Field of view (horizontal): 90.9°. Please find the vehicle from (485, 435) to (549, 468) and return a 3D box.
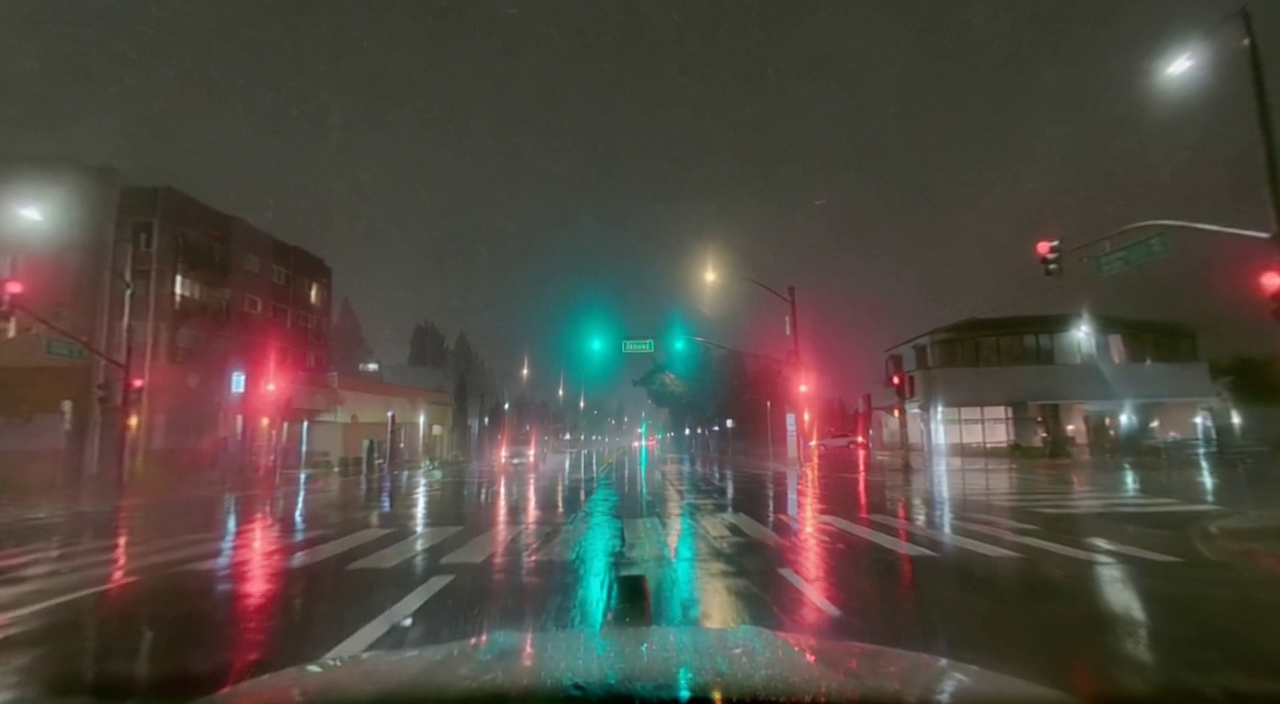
[{"bbox_3d":[-5.767,4.714,30.115,2.127,1.473,4.428,0,-8,1],"label":"vehicle"}]
